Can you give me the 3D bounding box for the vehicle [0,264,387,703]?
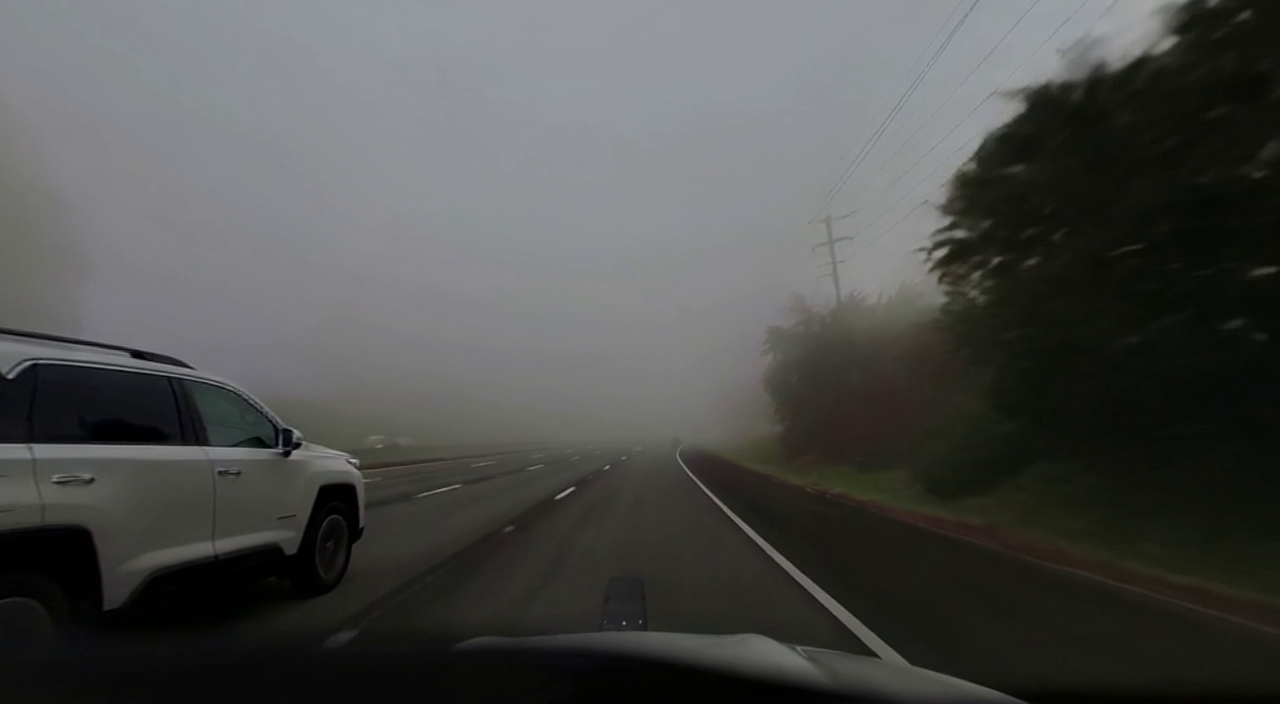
[{"bbox_3d":[-3.586,0.797,3.533,2.136,1.975,5.037,0,-8,1],"label":"vehicle"}]
